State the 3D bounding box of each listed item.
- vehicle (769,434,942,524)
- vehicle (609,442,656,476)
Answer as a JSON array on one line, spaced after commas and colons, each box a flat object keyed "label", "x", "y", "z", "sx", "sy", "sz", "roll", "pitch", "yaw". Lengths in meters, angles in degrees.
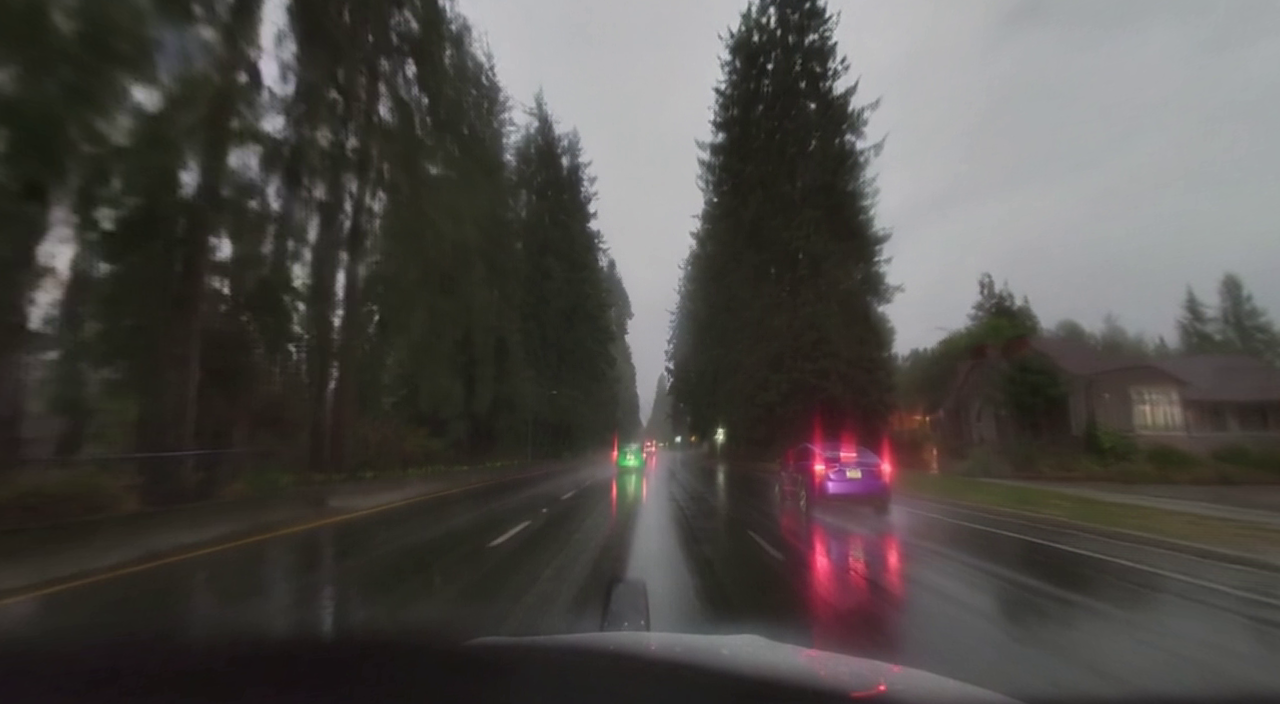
[{"label": "vehicle", "x": 4.113, "y": 2.463, "z": 12.956, "sx": 1.943, "sy": 1.471, "sz": 4.515, "roll": -1, "pitch": -8, "yaw": 0}, {"label": "vehicle", "x": -0.337, "y": 5.378, "z": 32.126, "sx": 2.206, "sy": 1.525, "sz": 4.695, "roll": -1, "pitch": -8, "yaw": 1}]
